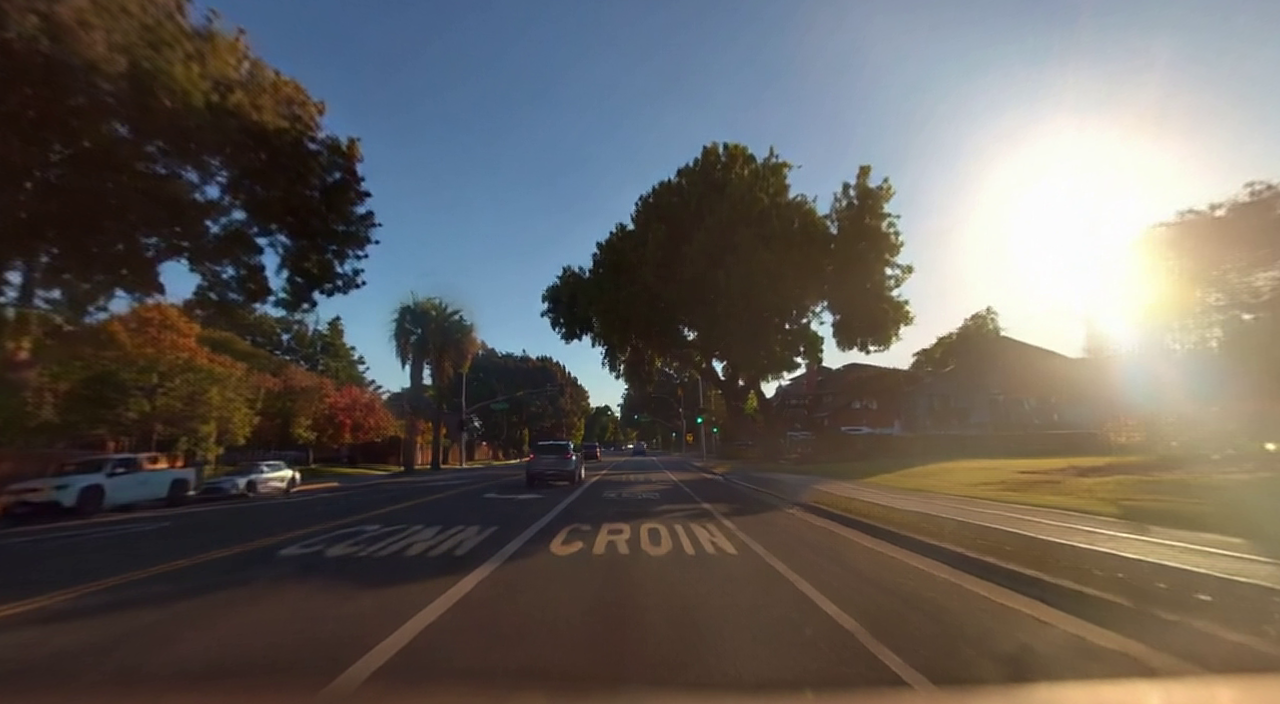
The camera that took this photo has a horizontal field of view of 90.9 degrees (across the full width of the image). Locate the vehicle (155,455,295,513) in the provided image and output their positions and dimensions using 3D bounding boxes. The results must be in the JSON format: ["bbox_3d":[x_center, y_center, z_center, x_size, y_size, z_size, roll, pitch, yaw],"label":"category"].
[{"bbox_3d":[-14.244,4.493,21.996,1.860,1.490,4.542,-4,-7,0],"label":"vehicle"}]

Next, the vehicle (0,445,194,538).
[{"bbox_3d":[-14.105,3.435,16.231,1.972,1.887,4.777,-3,-7,-3],"label":"vehicle"}]

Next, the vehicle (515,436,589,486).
[{"bbox_3d":[-3.185,4.059,23.855,2.084,1.701,4.734,0,-8,1],"label":"vehicle"}]
